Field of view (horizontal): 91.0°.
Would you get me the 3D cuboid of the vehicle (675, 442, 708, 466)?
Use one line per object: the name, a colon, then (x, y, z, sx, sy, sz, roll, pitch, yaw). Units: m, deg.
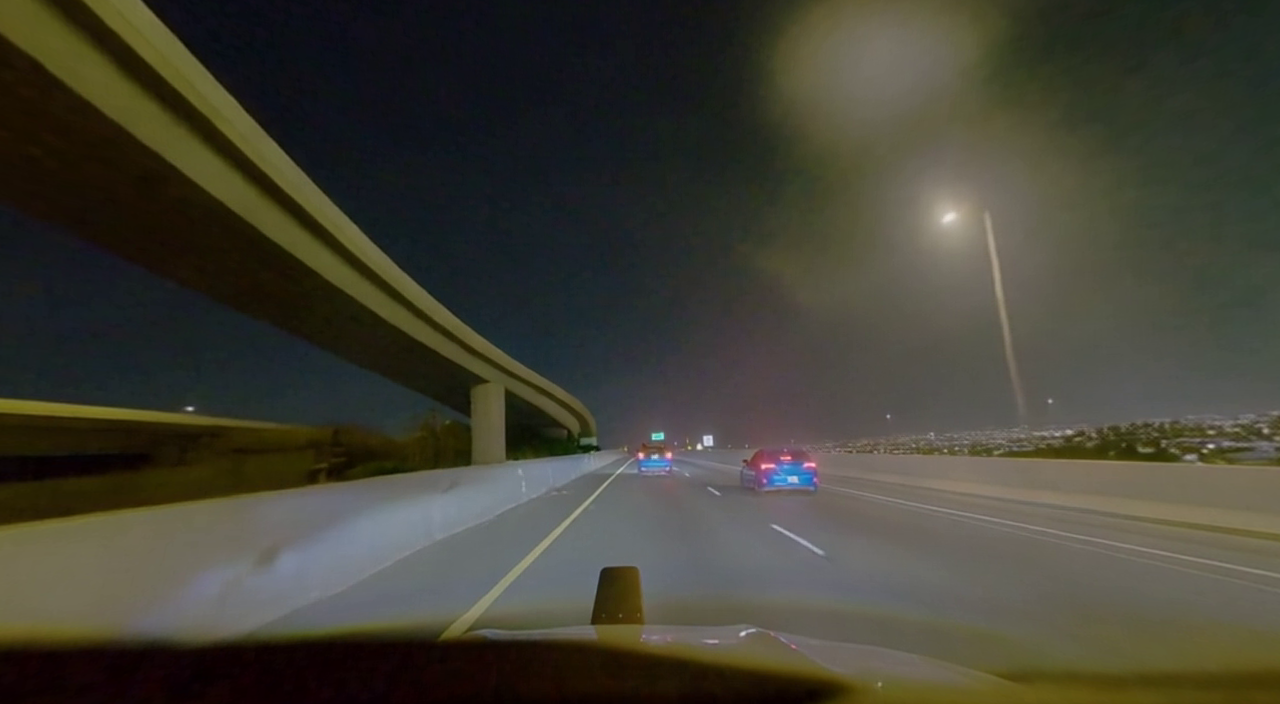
vehicle: (3.800, 7.608, 46.954, 2.047, 1.700, 4.069, 0, -9, -1)

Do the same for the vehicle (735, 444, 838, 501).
vehicle: (4.284, 3.566, 19.077, 2.047, 1.500, 4.017, 1, -9, -2)

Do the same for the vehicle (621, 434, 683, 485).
vehicle: (0.425, 4.278, 25.301, 2.264, 1.841, 4.583, 0, -9, 0)
